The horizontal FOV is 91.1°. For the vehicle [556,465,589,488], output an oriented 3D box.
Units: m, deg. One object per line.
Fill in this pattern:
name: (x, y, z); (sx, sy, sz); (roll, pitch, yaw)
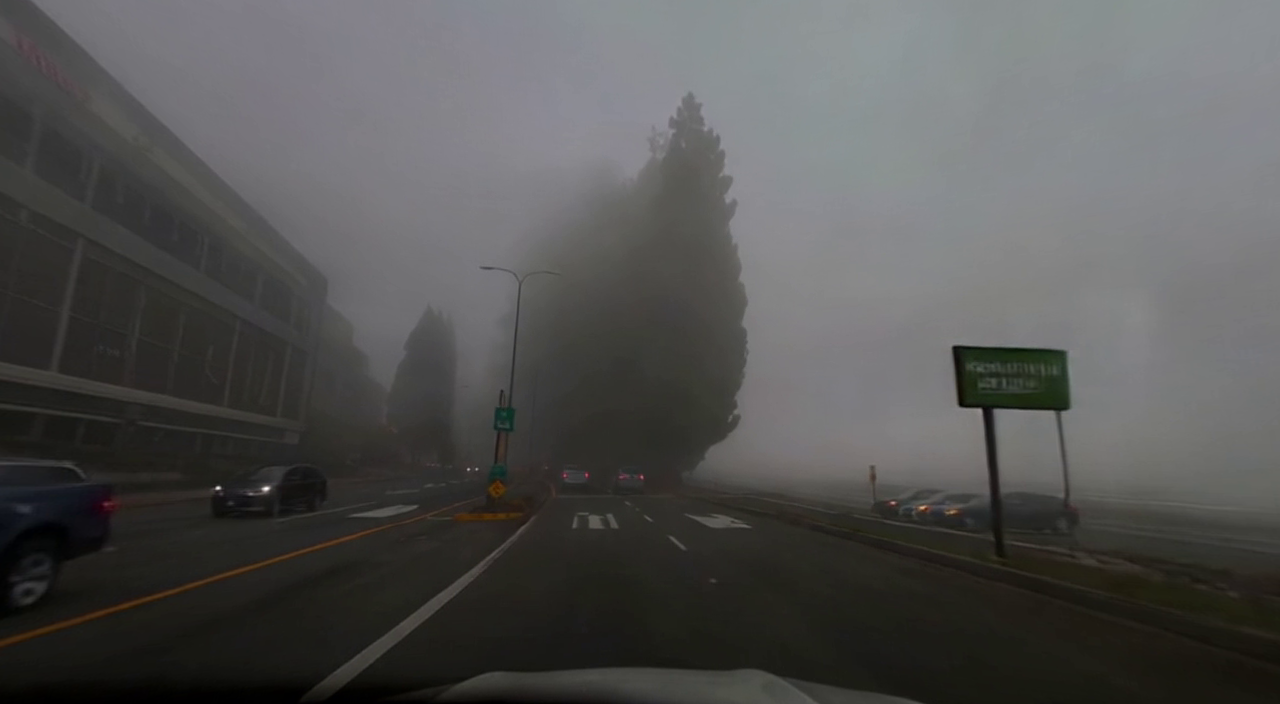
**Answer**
vehicle: (-4.747, 8.682, 43.860); (2.005, 1.498, 3.643); (2, -11, -10)

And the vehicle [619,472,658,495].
vehicle: (-0.131, 7.435, 35.587); (1.775, 1.186, 2.933); (2, -11, -9)

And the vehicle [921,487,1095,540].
vehicle: (11.503, 5.058, 19.876); (4.302, 1.456, 1.832); (0, -10, 2)

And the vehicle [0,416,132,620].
vehicle: (-6.357, 1.230, 4.393); (2.011, 1.701, 4.519); (1, -10, -5)

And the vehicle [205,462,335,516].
vehicle: (-11.173, 4.156, 19.310); (1.839, 1.456, 3.859); (1, -10, -5)
